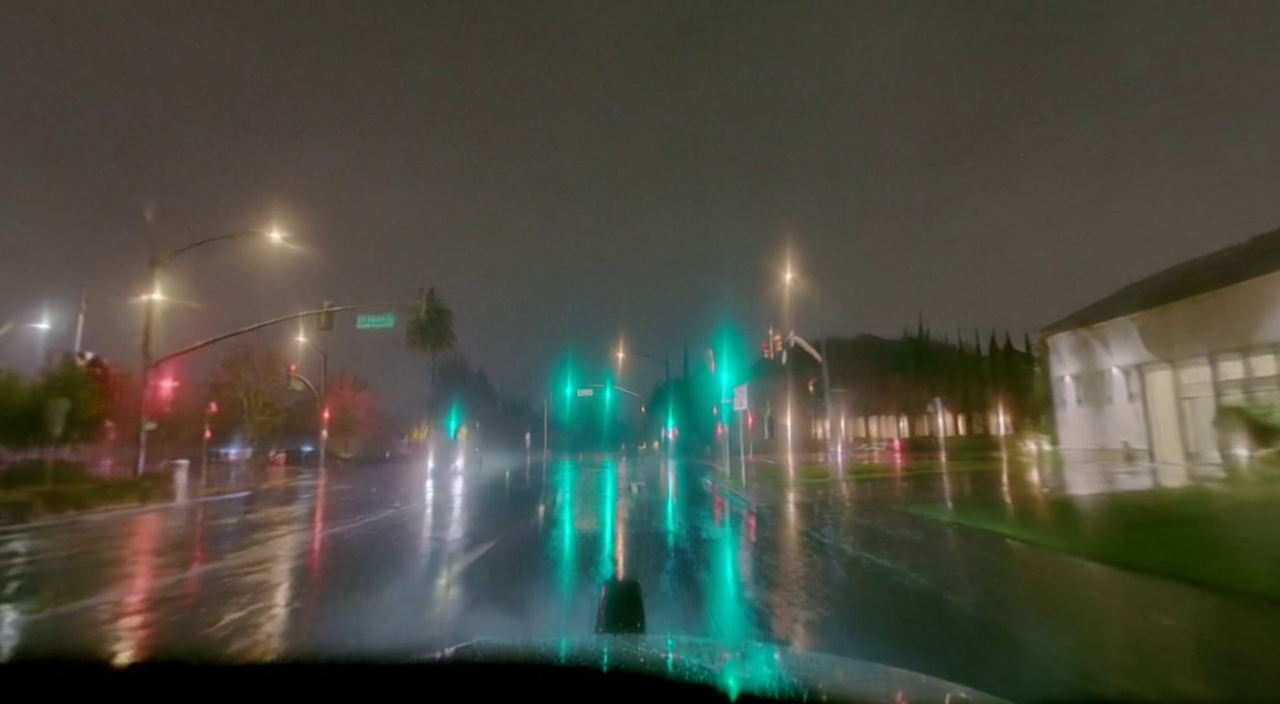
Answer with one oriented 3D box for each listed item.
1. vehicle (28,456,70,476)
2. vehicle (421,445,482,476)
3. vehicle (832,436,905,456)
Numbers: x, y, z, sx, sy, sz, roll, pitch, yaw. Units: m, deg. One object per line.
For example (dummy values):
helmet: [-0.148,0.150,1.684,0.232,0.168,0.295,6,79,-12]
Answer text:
vehicle: [-46.393,8.926,49.645,2.023,1.437,4.102,8,-11,-39]
vehicle: [-10.324,5.939,34.875,2.035,1.461,4.465,-4,-8,-1]
vehicle: [16.605,6.875,46.189,4.720,1.410,1.784,-1,-9,9]
